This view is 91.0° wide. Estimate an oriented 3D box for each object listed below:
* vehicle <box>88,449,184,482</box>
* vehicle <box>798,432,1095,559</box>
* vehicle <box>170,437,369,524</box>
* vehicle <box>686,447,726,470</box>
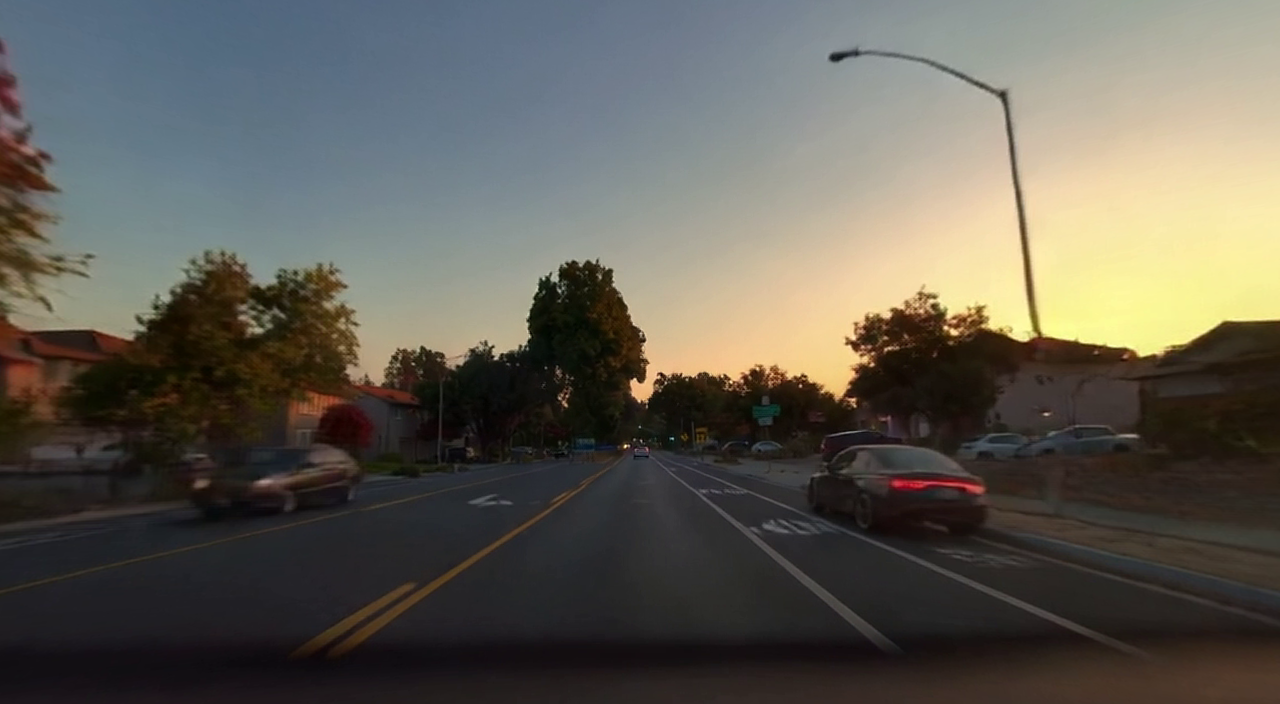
[{"bbox_3d":[-26.513,5.960,33.184,3.527,1.415,1.748,-2,-8,-5],"label":"vehicle"},{"bbox_3d":[4.518,2.207,10.720,2.154,1.550,5.785,0,-8,0],"label":"vehicle"},{"bbox_3d":[-7.801,2.704,13.802,1.867,1.603,3.983,0,-8,1],"label":"vehicle"},{"bbox_3d":[4.482,7.280,43.418,1.968,1.467,5.107,0,-8,-3],"label":"vehicle"}]
